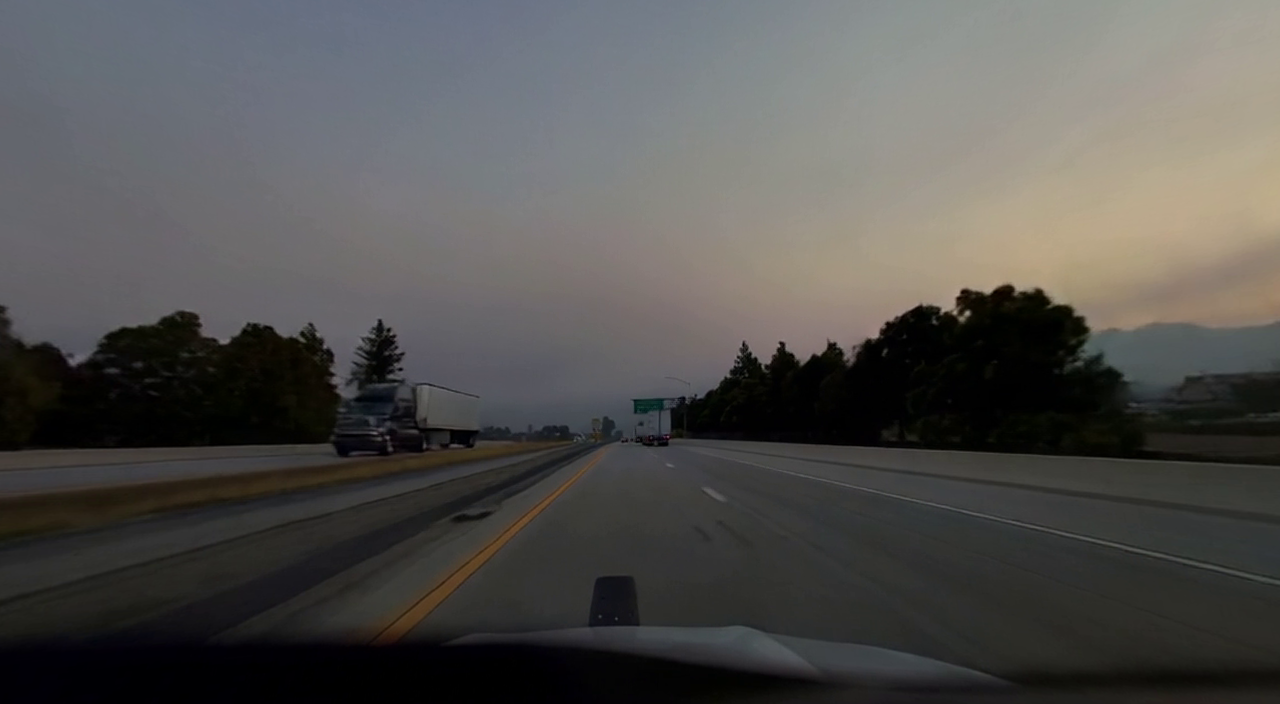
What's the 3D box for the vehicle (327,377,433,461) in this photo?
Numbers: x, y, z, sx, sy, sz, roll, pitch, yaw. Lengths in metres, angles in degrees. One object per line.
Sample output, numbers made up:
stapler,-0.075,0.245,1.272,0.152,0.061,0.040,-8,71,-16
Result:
vehicle,-13.222,3.552,32.676,2.992,3.967,5.823,0,-8,-1
